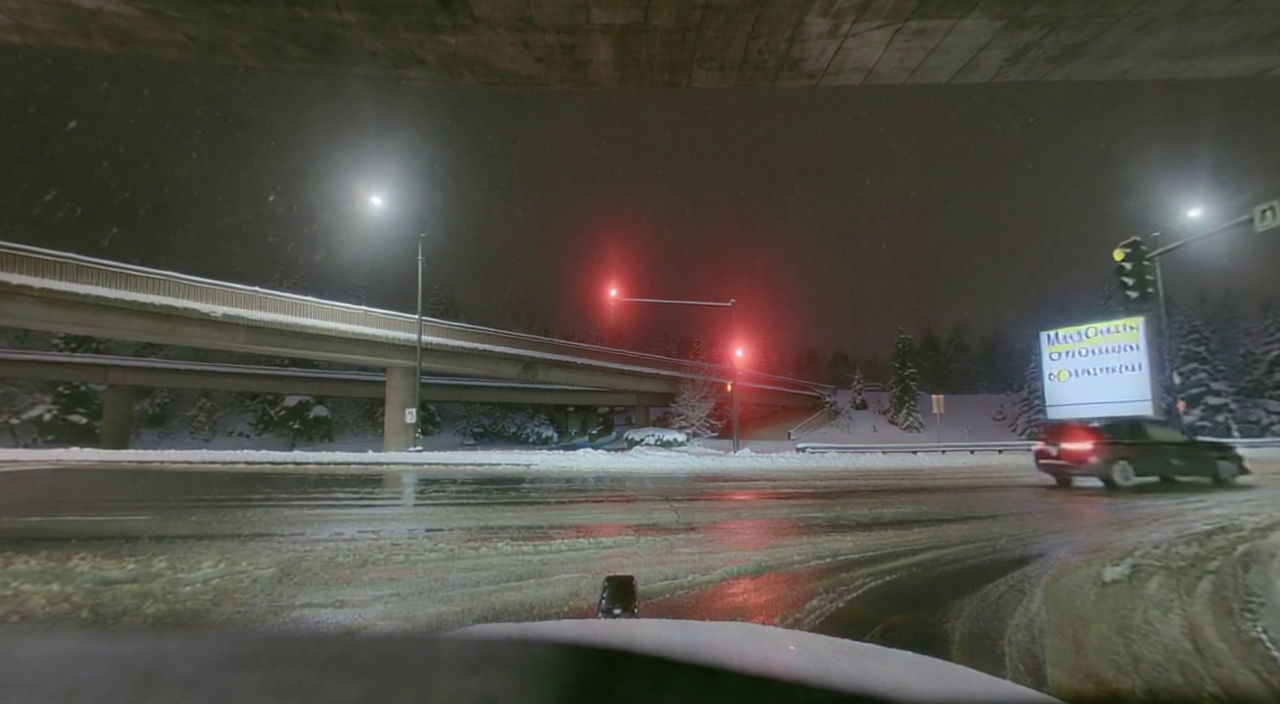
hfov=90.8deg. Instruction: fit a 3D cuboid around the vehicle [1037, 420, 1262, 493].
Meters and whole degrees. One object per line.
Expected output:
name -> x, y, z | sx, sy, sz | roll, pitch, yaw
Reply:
vehicle -> 12.245, 2.510, 15.367 | 3.897, 1.637, 1.832 | 0, -9, -3
